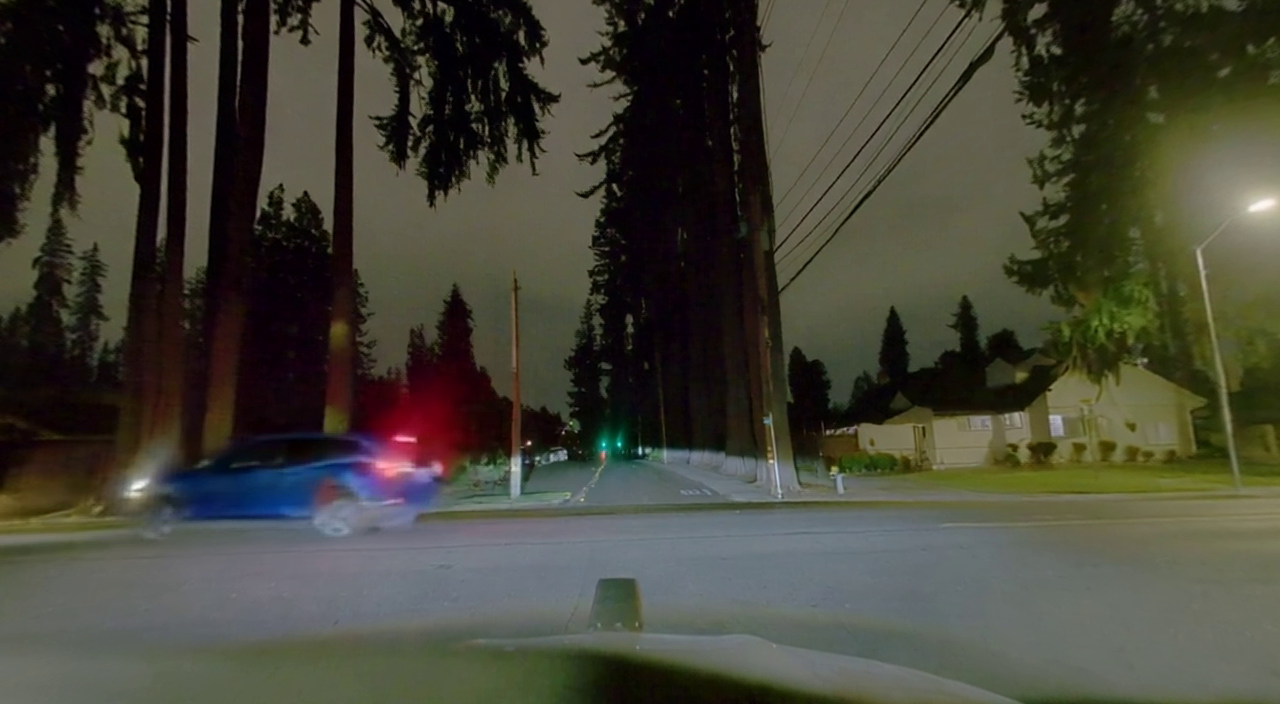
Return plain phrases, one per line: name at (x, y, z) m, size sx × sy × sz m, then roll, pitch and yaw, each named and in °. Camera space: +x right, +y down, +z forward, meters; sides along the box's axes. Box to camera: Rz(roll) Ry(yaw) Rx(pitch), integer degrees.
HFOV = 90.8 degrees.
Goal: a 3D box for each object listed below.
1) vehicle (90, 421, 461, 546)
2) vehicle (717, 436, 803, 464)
vehicle at (-5.741, 2.122, 10.607) m, size 4.809 × 1.834 × 2.181 m, roll 0°, pitch -8°, yaw -2°
vehicle at (7.344, 5.997, 38.865) m, size 4.784 × 1.647 × 1.947 m, roll 1°, pitch -8°, yaw -5°
